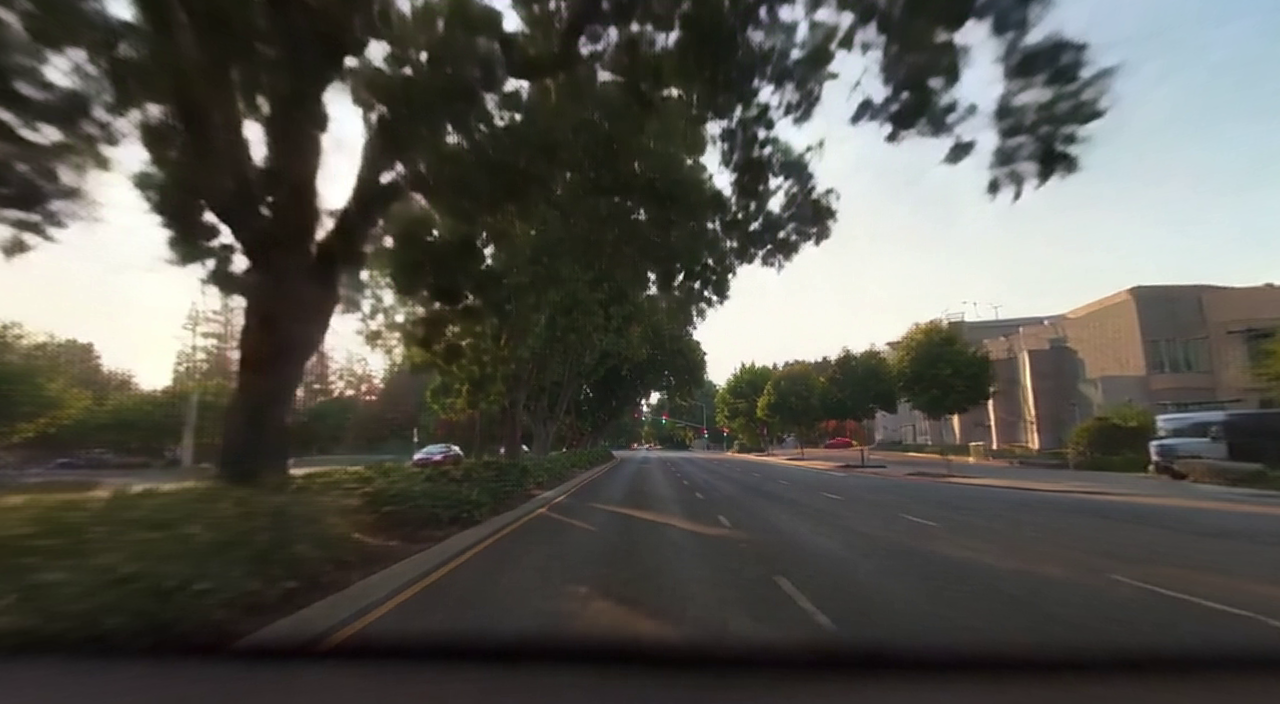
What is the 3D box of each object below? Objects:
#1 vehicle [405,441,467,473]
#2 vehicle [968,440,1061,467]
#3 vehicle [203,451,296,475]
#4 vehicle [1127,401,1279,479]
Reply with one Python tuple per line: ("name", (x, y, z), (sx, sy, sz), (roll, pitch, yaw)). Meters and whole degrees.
("vehicle", (-11.890, 6.150, 37.130), (2.056, 1.763, 4.629), (0, -8, 1))
("vehicle", (21.650, 5.862, 36.559), (4.176, 1.490, 1.871), (0, -8, -3))
("vehicle", (-25.120, 7.152, 40.620), (4.663, 1.464, 1.906), (0, -8, -1))
("vehicle", (21.652, 3.195, 22.859), (5.506, 2.643, 2.681), (-1, -8, 3))
